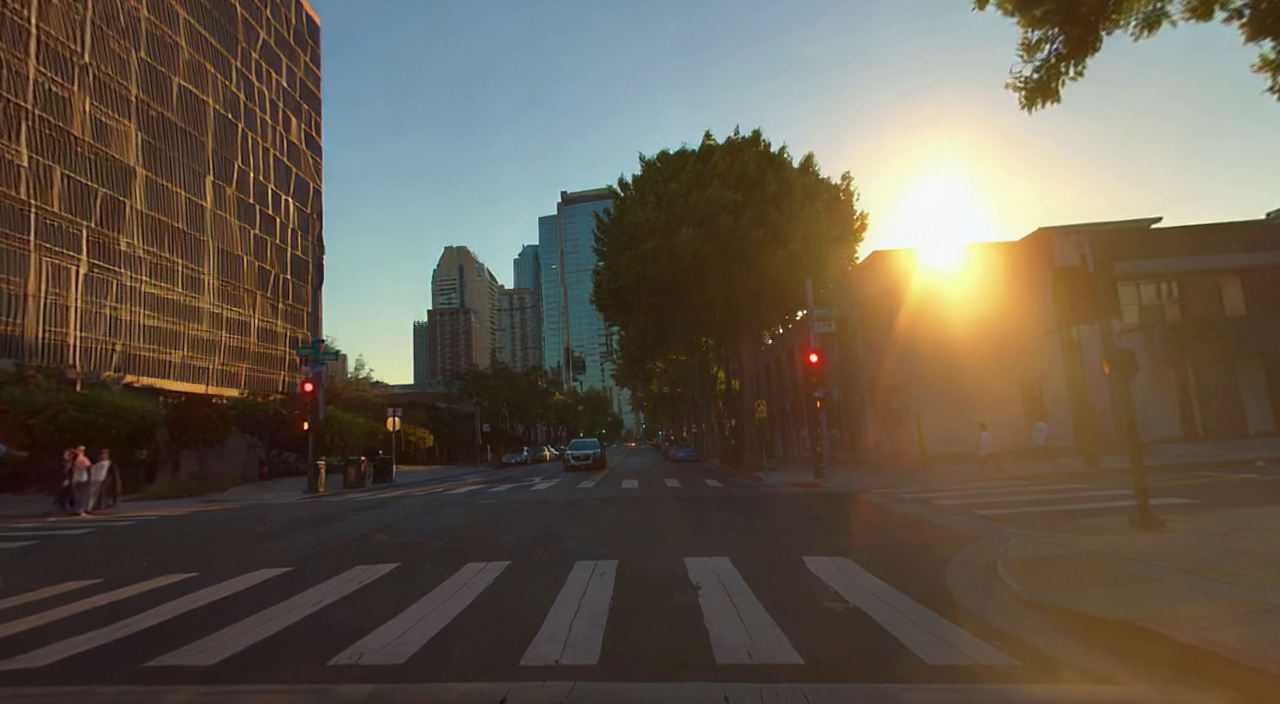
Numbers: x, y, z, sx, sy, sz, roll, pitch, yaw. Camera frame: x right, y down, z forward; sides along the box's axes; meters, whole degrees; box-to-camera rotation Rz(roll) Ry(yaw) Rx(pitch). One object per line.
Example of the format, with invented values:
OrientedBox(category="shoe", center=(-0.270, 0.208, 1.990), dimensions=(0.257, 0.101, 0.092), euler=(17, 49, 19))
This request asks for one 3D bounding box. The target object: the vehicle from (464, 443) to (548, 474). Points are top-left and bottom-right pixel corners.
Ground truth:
OrientedBox(category="vehicle", center=(-8.018, 6.375, 38.013), dimensions=(1.963, 1.726, 4.526), euler=(-8, -12, 44))

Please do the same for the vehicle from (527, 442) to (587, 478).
OrientedBox(category="vehicle", center=(-3.654, 4.816, 28.492), dimensions=(1.989, 1.481, 4.500), euler=(0, -8, 1))

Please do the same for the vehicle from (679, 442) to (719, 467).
OrientedBox(category="vehicle", center=(3.555, 6.277, 38.865), dimensions=(1.853, 1.426, 4.160), euler=(1, -8, -3))
